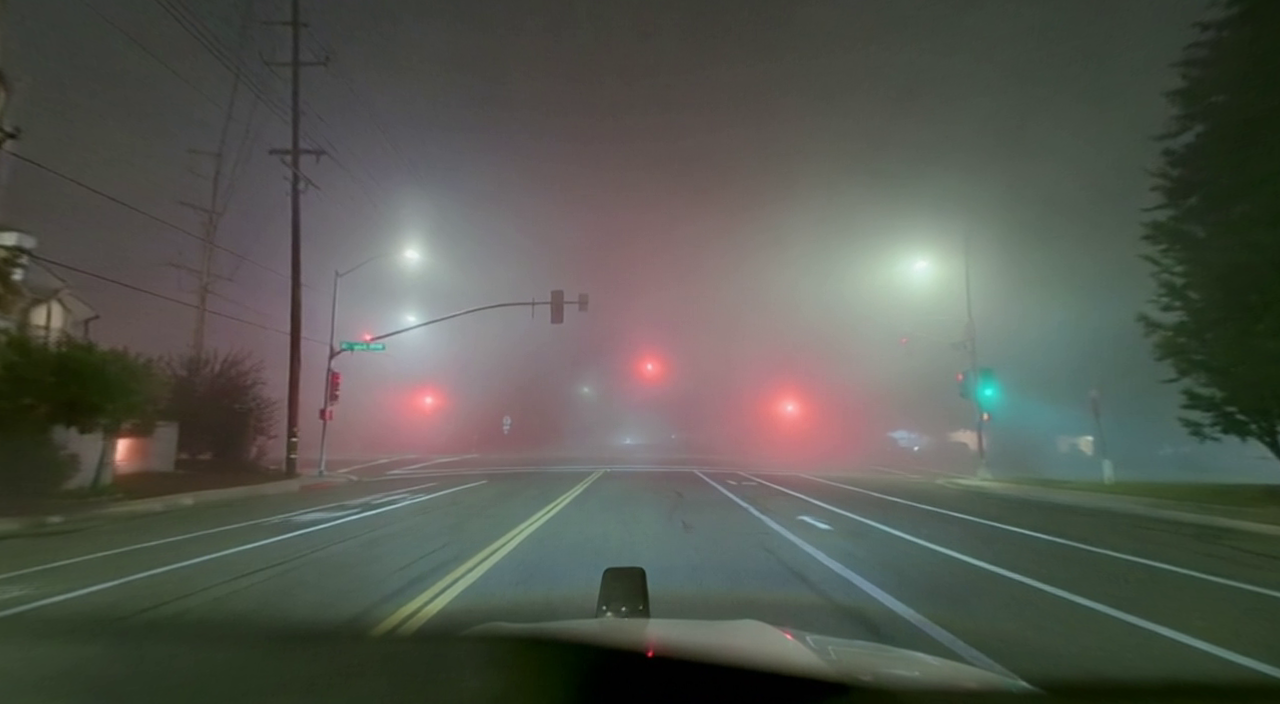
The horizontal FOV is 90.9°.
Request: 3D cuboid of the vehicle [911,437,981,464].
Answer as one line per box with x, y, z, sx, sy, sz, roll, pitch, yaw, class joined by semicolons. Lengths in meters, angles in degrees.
23.097;7.477;47.822;2.030;1.927;4.853;2;-9;-13;vehicle
